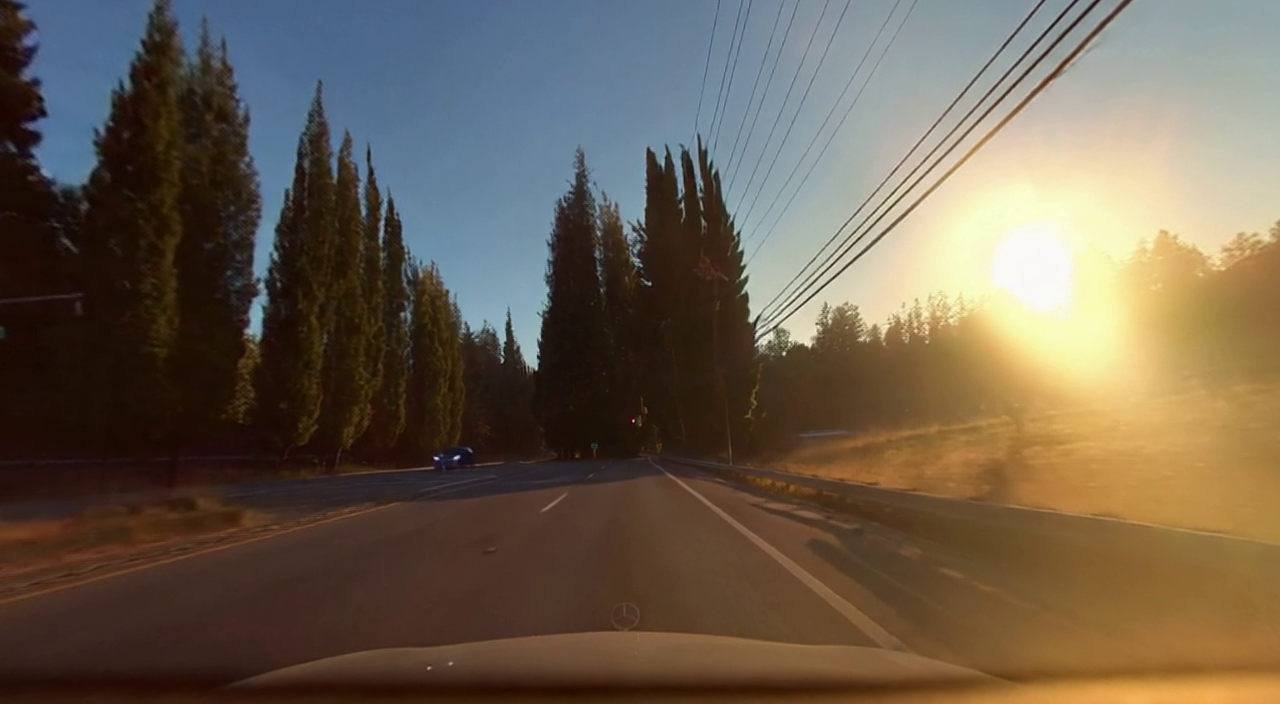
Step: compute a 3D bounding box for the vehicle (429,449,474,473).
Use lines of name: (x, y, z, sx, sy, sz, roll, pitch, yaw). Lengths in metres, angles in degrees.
vehicle: (-14.480, 8.379, 48.711, 2.037, 1.712, 4.576, 0, -9, 0)
